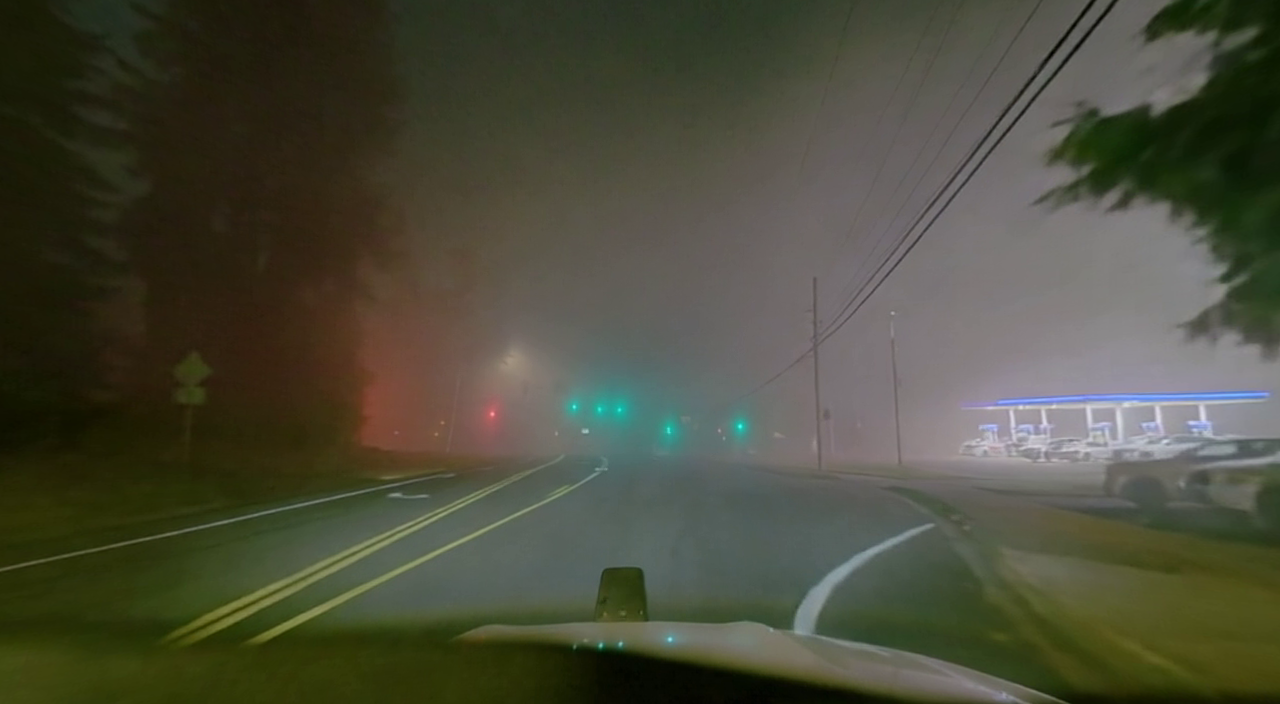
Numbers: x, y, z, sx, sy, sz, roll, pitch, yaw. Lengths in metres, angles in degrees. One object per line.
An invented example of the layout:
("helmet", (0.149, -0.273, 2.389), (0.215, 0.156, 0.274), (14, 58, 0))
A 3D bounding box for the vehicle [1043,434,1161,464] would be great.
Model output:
("vehicle", (23.767, 4.994, 32.372), (4.661, 1.476, 1.943), (1, -8, -5))

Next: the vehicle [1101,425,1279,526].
("vehicle", (11.093, 2.154, 11.140), (4.311, 1.639, 1.862), (-4, -9, 25))
